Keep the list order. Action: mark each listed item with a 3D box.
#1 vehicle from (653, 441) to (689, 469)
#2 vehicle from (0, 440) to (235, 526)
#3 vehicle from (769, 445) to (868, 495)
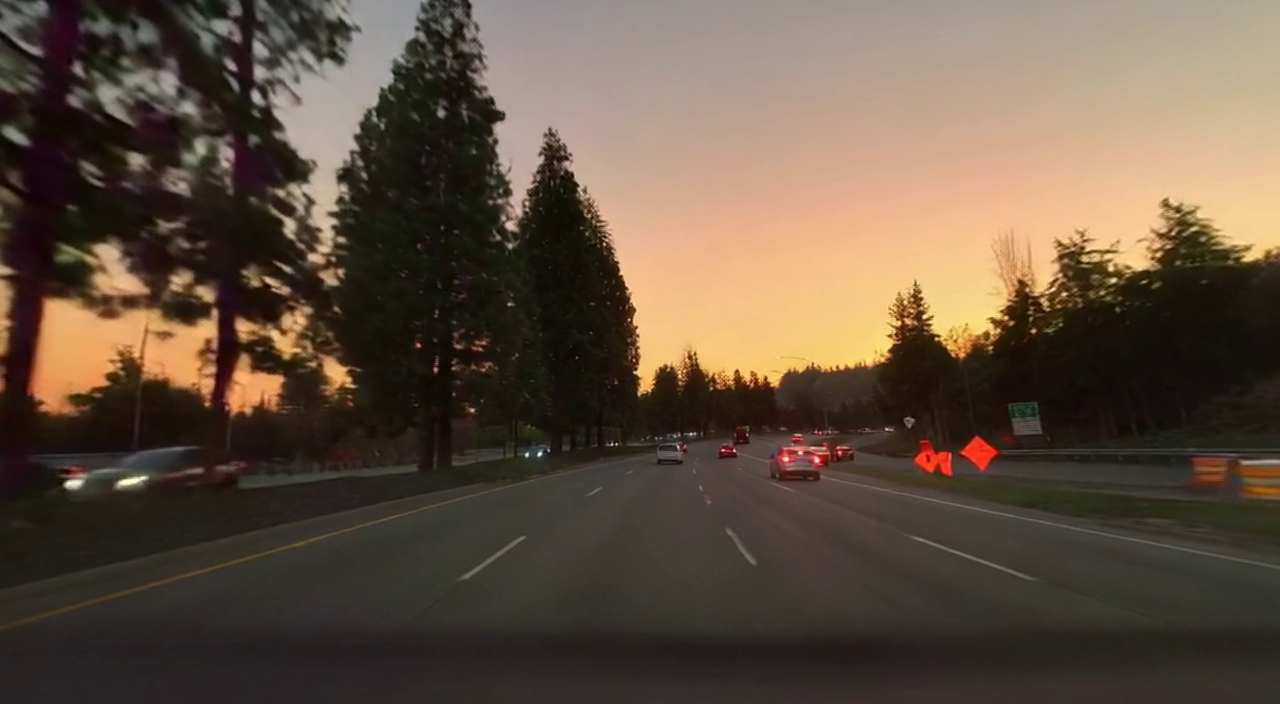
[{"bbox_3d":[1.989,6.662,41.141,2.201,1.676,4.541,-1,-9,2],"label":"vehicle"},{"bbox_3d":[-11.982,2.957,14.848,1.957,1.688,4.315,0,-9,1],"label":"vehicle"},{"bbox_3d":[5.720,3.816,20.827,2.044,1.474,4.083,0,-9,-1],"label":"vehicle"}]
